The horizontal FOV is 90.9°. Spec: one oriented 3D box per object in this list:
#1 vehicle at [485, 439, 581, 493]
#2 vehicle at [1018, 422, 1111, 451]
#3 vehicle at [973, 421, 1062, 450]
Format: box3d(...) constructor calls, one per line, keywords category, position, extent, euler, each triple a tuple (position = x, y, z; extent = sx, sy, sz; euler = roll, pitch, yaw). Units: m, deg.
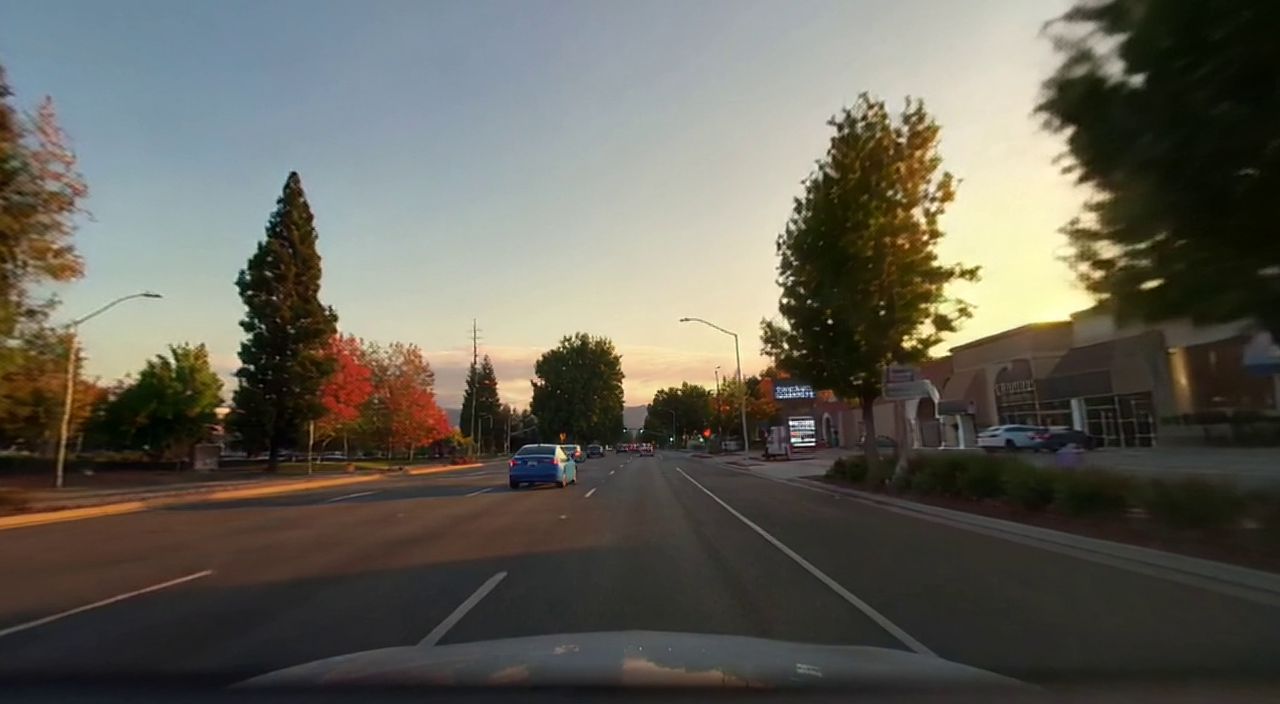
box3d(category="vehicle", position=(-3.184, 3.521, 19.814), extent=(2.152, 1.479, 4.394), euler=(0, -8, 1))
box3d(category="vehicle", position=(25.337, 5.092, 37.718), extent=(4.222, 1.450, 1.766), euler=(-3, -8, 0))
box3d(category="vehicle", position=(25.324, 5.612, 42.359), extent=(4.643, 1.852, 1.978), euler=(0, -8, 0))
